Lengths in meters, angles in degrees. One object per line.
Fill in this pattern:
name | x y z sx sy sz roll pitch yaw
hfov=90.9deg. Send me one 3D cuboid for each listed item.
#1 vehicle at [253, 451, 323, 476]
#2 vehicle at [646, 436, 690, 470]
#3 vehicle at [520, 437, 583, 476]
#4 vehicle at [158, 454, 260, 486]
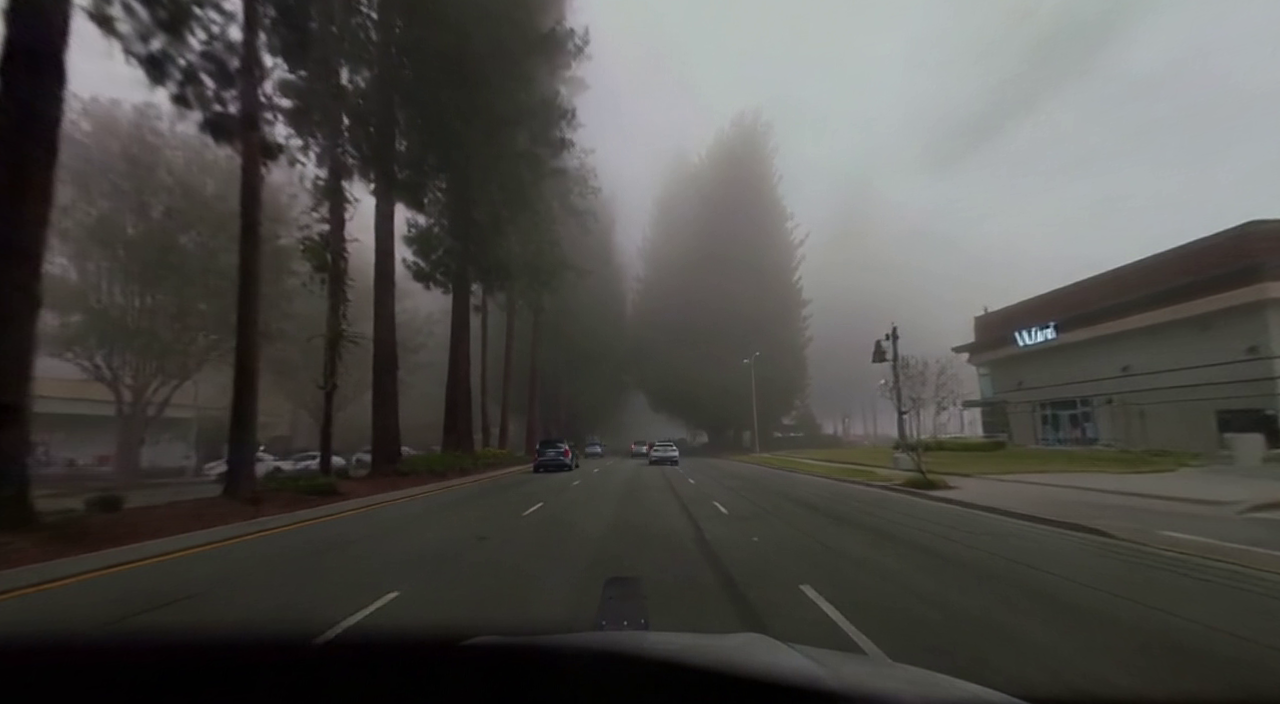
vehicle | -22.821 7.234 41.079 1.905 1.483 4.479 0 -8 0
vehicle | 1.301 4.932 30.889 1.922 1.579 3.642 0 -8 -1
vehicle | -3.617 4.365 26.579 1.908 1.481 4.536 0 -8 1
vehicle | -22.757 6.220 33.562 1.862 1.506 4.983 1 -9 1
